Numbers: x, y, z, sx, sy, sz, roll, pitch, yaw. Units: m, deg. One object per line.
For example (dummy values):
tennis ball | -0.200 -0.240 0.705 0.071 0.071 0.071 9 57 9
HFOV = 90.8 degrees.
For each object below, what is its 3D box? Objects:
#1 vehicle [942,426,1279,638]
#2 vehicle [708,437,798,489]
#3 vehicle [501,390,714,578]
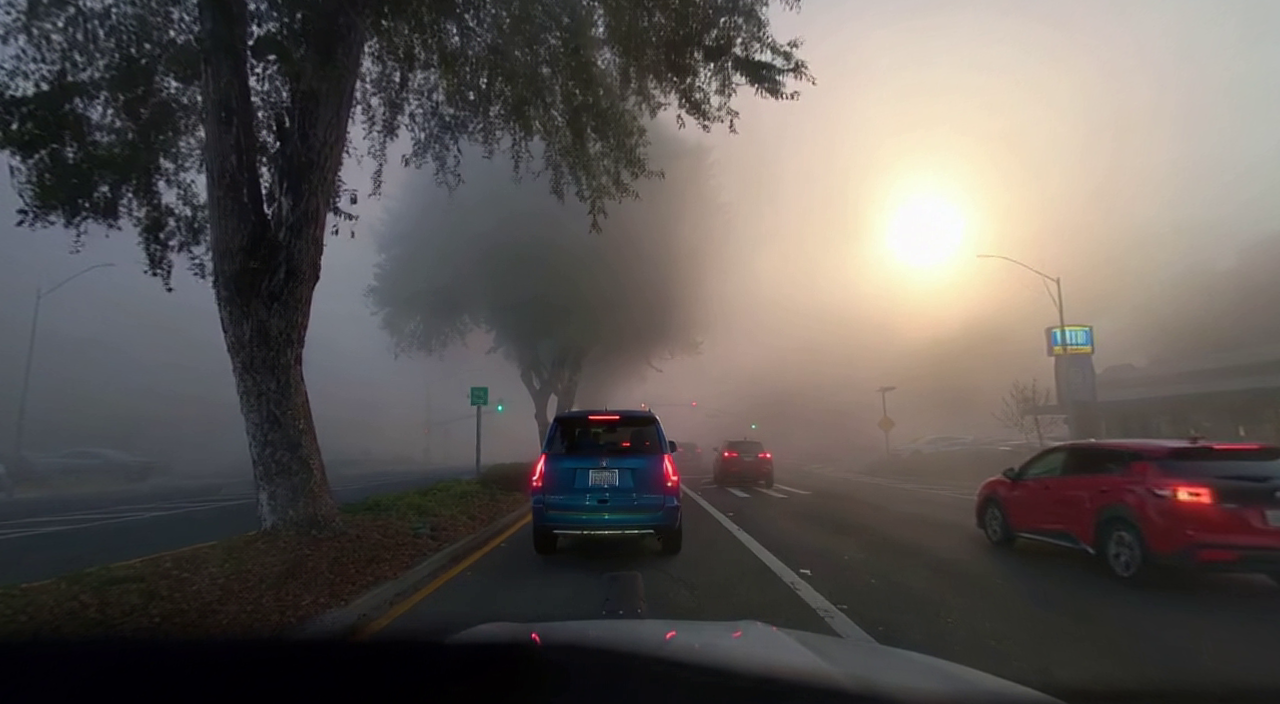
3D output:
vehicle | 5.352 1.622 6.830 1.930 1.478 4.643 0 -9 1
vehicle | 3.695 3.743 21.593 2.098 1.555 4.778 0 -9 -1
vehicle | -0.293 1.649 8.639 2.096 1.837 4.687 0 -9 1
